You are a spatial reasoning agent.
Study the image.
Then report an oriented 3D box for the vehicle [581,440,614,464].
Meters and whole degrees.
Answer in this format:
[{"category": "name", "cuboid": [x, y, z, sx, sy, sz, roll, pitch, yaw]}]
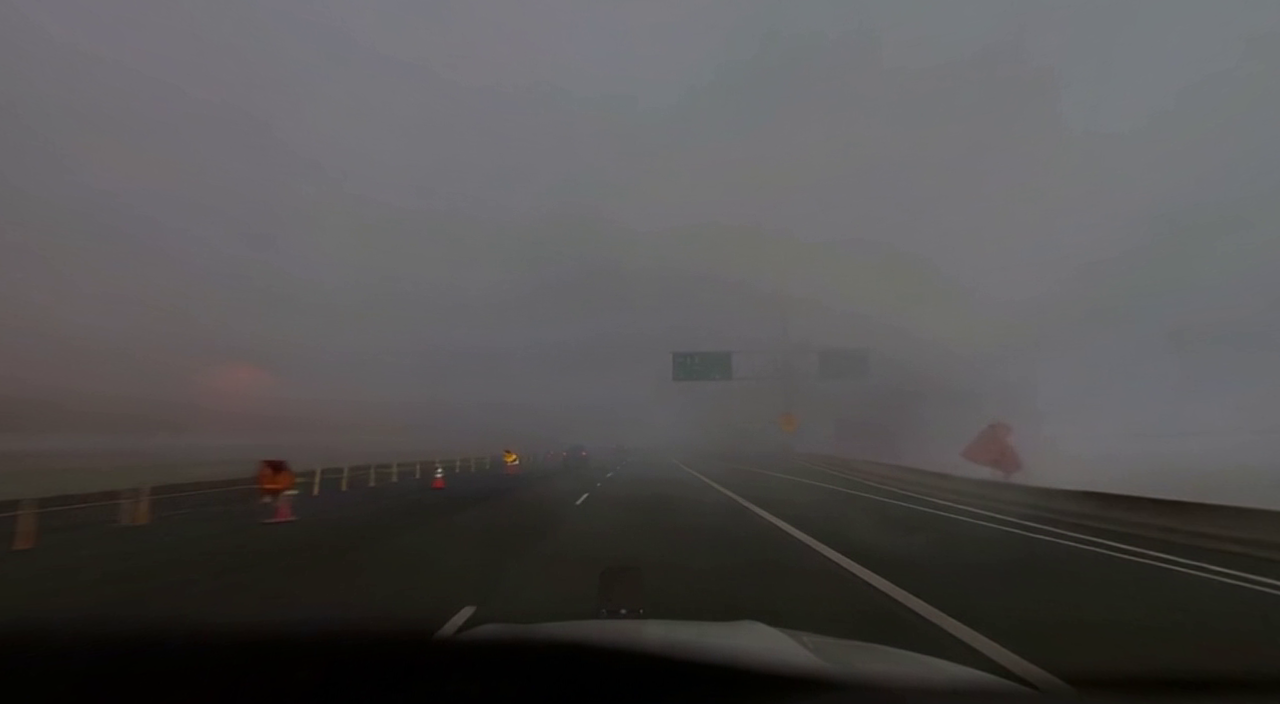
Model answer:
[{"category": "vehicle", "cuboid": [-3.069, 7.326, 46.198, 2.078, 1.629, 4.059, 0, -8, 1]}]
